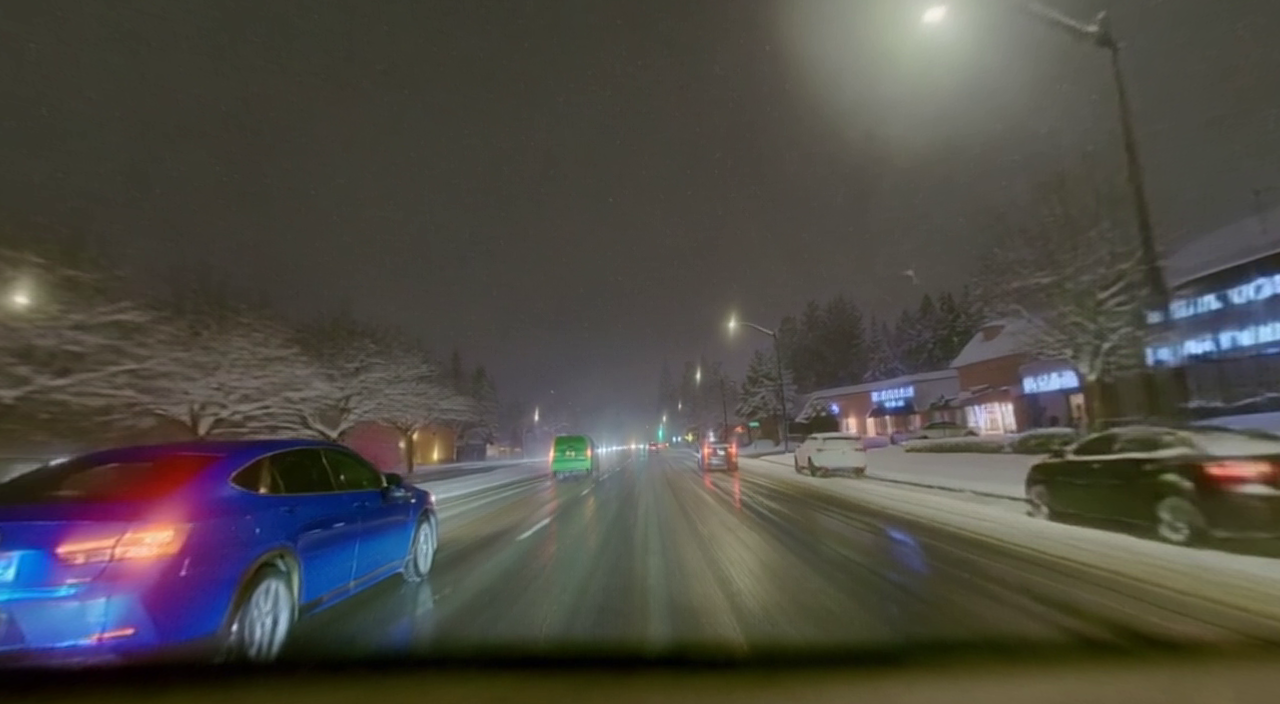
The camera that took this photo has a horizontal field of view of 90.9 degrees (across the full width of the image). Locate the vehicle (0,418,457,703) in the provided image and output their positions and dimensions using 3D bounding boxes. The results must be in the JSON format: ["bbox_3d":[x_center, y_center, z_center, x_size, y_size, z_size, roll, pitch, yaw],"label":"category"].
[{"bbox_3d":[-3.193,1.363,4.971,1.956,1.460,4.802,-1,-8,1],"label":"vehicle"}]

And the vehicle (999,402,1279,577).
[{"bbox_3d":[7.250,1.666,8.470,2.089,1.678,4.725,0,-8,1],"label":"vehicle"}]

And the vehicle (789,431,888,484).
[{"bbox_3d":[7.440,4.012,24.274,2.198,1.788,4.941,0,-8,0],"label":"vehicle"}]

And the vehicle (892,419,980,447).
[{"bbox_3d":[21.318,5.865,45.568,5.166,1.870,2.317,0,-10,-3],"label":"vehicle"}]

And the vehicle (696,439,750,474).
[{"bbox_3d":[3.812,4.853,29.551,1.904,1.490,4.299,0,-8,0],"label":"vehicle"}]

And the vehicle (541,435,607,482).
[{"bbox_3d":[-2.673,4.437,26.605,2.193,1.788,4.603,-1,-8,1],"label":"vehicle"}]
